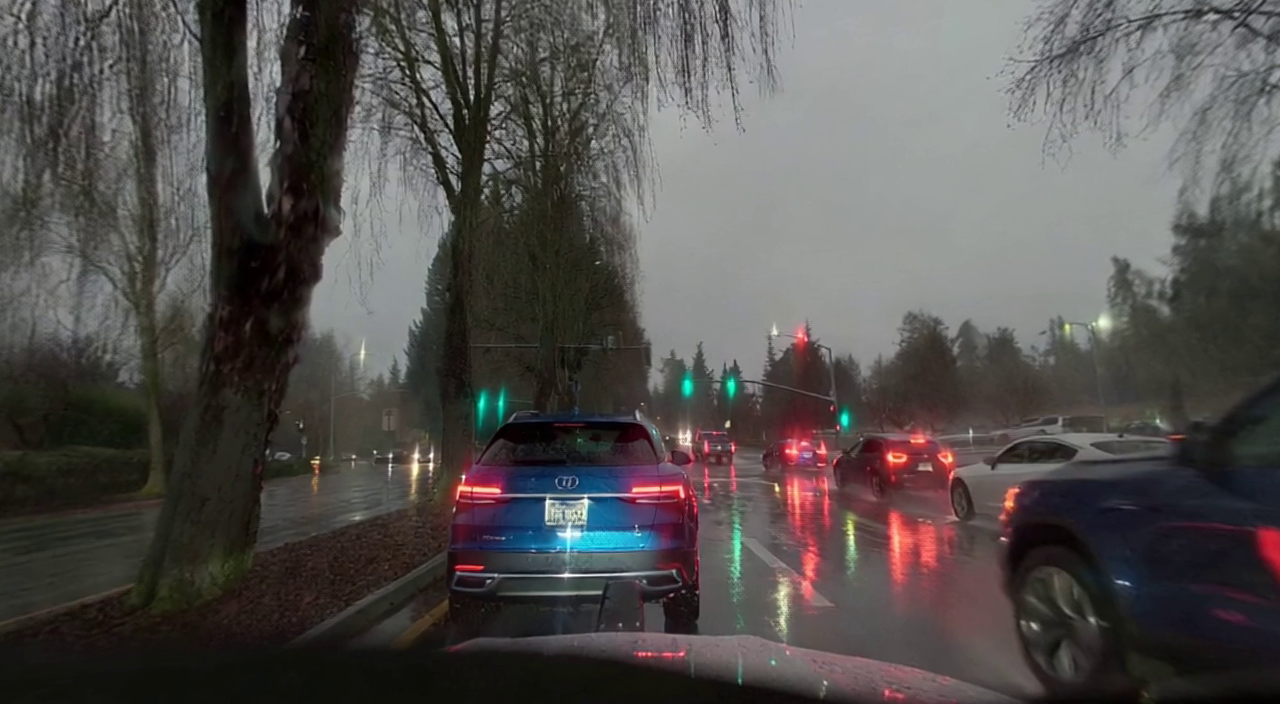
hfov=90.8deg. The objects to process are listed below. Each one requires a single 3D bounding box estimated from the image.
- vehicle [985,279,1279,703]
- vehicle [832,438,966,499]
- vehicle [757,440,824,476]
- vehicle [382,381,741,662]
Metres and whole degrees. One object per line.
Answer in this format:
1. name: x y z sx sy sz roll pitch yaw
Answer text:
1. vehicle: 3.428 0.607 1.659 2.200 1.909 4.853 0 -9 -1
2. vehicle: 7.013 3.186 17.703 1.890 1.489 4.415 0 -9 0
3. vehicle: 6.696 4.752 28.646 1.917 1.489 4.625 0 -9 0
4. vehicle: -0.429 1.353 6.093 2.201 1.709 4.271 0 -9 2
